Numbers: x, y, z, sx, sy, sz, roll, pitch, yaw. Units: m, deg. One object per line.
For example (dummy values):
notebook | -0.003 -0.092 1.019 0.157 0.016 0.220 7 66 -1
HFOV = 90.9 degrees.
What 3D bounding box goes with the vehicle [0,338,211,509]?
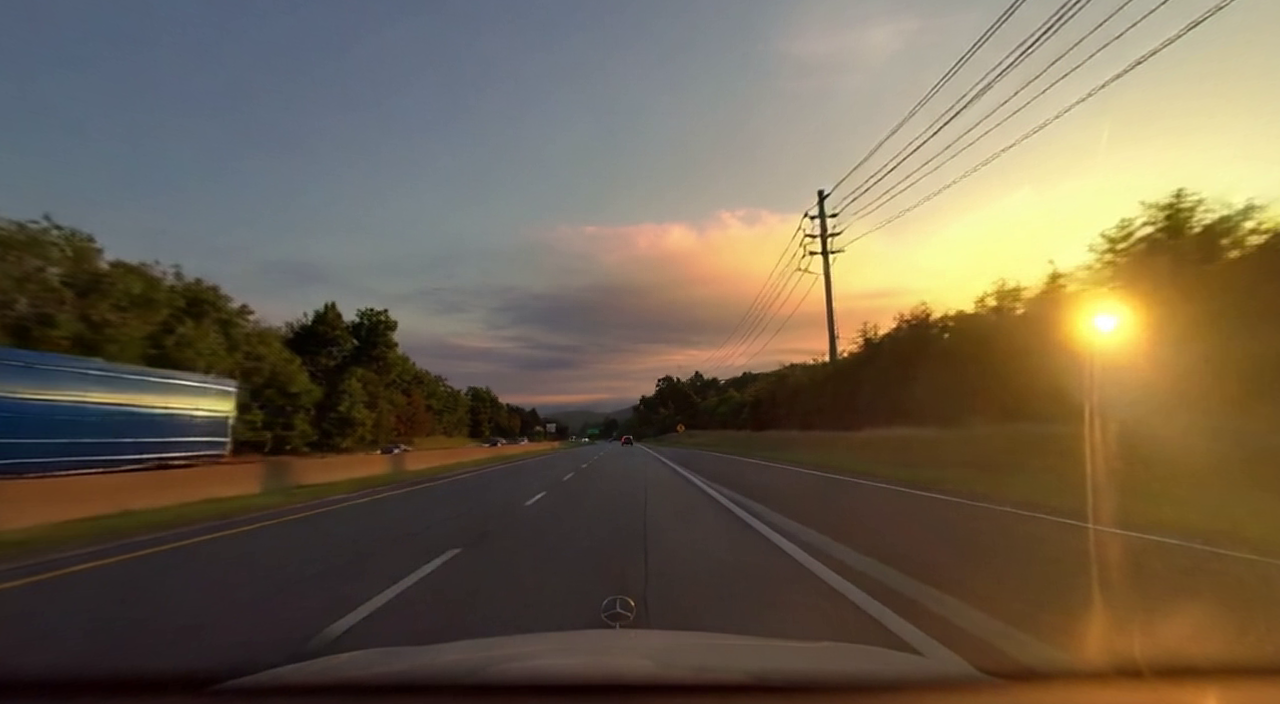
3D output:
vehicle | -17.368 1.941 16.601 2.873 4.208 13.588 -1 -8 -1
